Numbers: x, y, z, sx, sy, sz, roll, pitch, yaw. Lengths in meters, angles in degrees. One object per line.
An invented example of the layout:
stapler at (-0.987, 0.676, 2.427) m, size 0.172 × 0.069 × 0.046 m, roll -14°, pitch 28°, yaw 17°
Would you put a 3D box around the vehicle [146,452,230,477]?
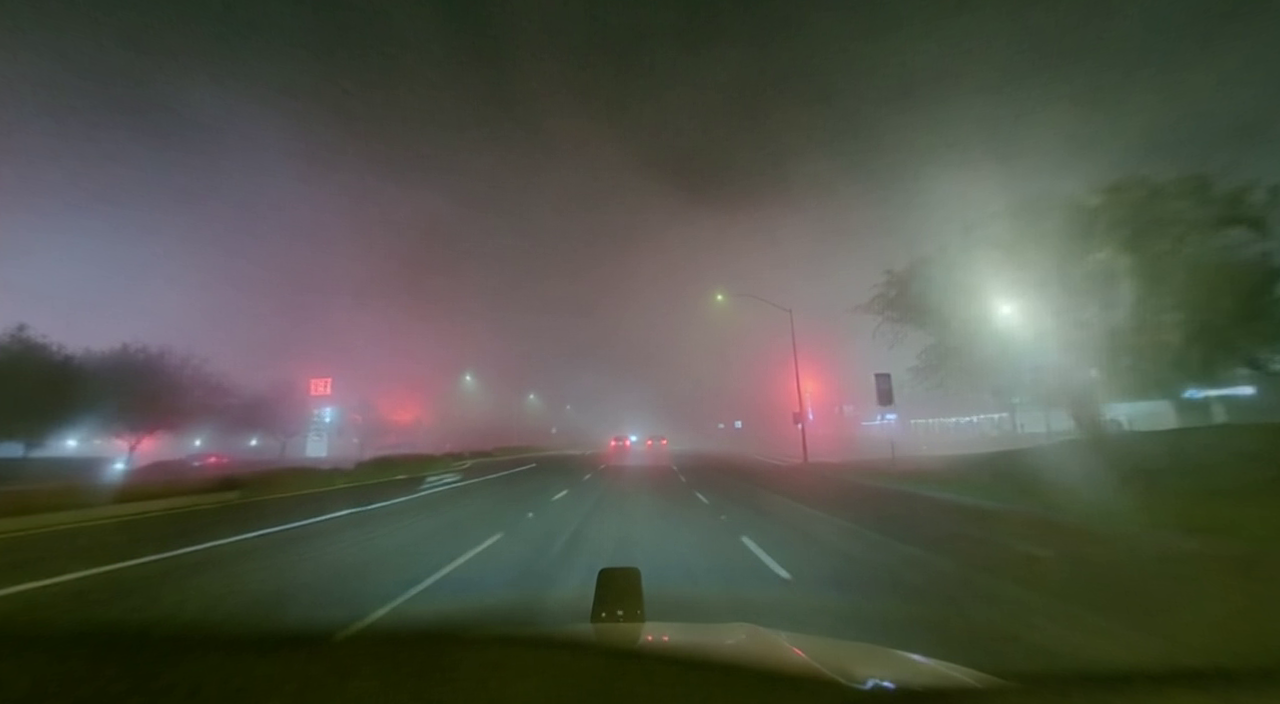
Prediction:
vehicle at (-33.322, 8.270, 46.628) m, size 4.743 × 1.760 × 2.046 m, roll -1°, pitch -9°, yaw 5°
